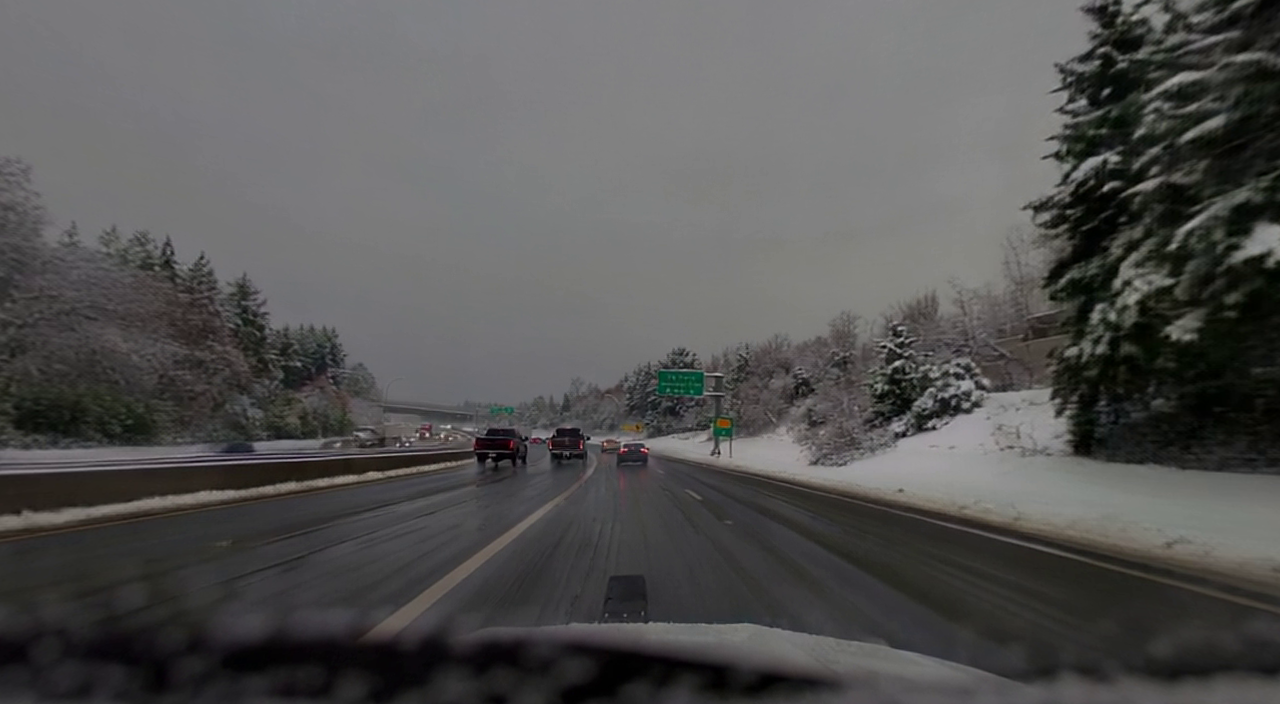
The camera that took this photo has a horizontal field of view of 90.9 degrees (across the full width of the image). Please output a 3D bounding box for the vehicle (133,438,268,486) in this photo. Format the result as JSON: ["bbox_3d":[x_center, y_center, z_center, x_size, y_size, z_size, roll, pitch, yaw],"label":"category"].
[{"bbox_3d":[-16.063,4.009,23.400,1.926,1.587,4.354,0,-8,-2],"label":"vehicle"}]

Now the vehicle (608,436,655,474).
[{"bbox_3d":[-0.417,4.840,29.957,2.092,1.671,3.772,0,-8,-2],"label":"vehicle"}]

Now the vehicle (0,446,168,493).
[{"bbox_3d":[-19.681,4.121,22.677,1.951,1.471,4.676,0,-8,-3],"label":"vehicle"}]

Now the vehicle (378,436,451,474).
[{"bbox_3d":[-11.805,5.408,33.391,2.079,1.807,5.187,0,-8,-2],"label":"vehicle"}]

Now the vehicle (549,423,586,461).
[{"bbox_3d":[-5.357,6.732,47.315,2.279,2.672,5.256,0,-8,-2],"label":"vehicle"}]

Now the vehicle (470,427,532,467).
[{"bbox_3d":[-8.782,6.090,40.594,2.773,2.402,6.232,0,-8,-2],"label":"vehicle"}]

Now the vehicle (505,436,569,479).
[{"bbox_3d":[-4.160,4.335,26.215,2.005,1.631,4.295,0,-8,-1],"label":"vehicle"}]

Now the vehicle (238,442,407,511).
[{"bbox_3d":[-7.622,2.990,15.754,1.896,1.465,4.399,0,-8,1],"label":"vehicle"}]
